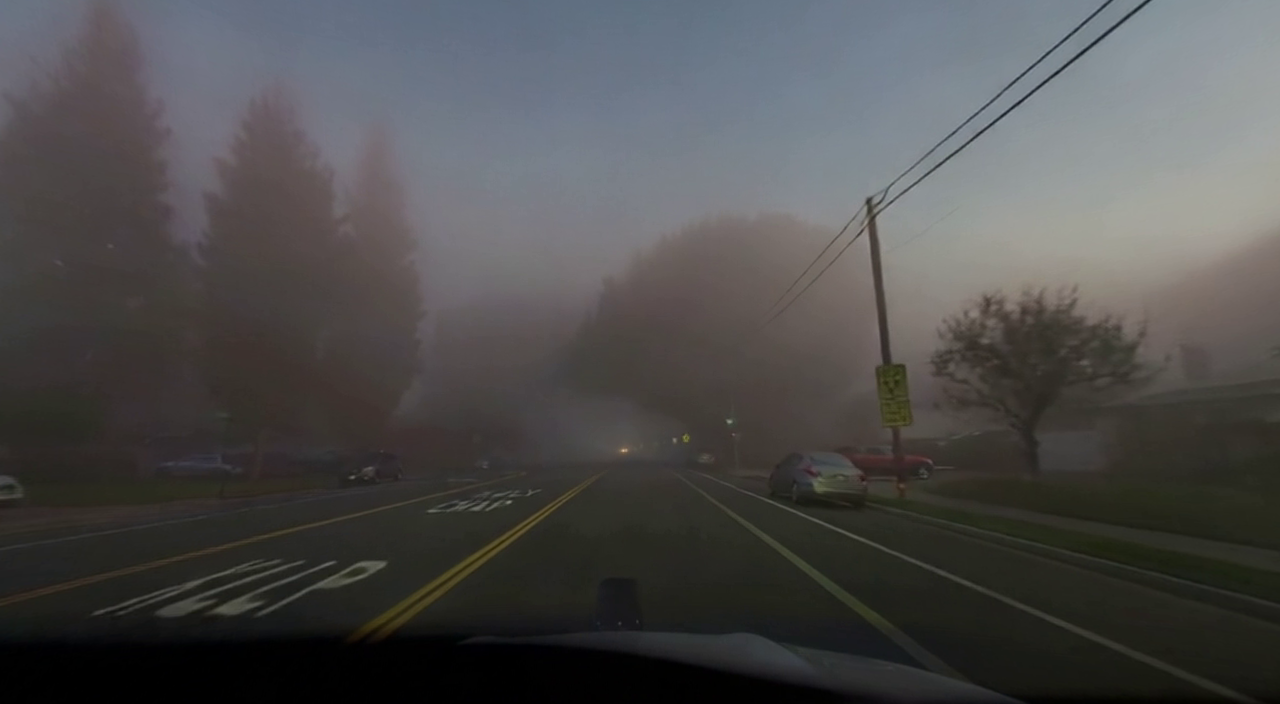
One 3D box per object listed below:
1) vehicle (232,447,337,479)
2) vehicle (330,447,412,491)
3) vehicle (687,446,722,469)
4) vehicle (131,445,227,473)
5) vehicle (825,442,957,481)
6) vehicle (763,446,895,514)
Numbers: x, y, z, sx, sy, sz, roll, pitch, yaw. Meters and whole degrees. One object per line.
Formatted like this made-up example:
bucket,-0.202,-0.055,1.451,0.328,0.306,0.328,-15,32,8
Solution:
vehicle,-20.401,6.366,36.439,4.744,1.752,2.008,1,-9,-7
vehicle,-12.848,5.561,30.514,2.049,1.782,4.460,-4,-8,0
vehicle,4.462,7.345,44.124,1.925,1.482,4.746,0,-8,0
vehicle,-26.701,6.190,36.674,4.073,1.502,1.822,0,-9,-2
vehicle,10.081,4.429,25.675,4.501,1.502,1.975,0,-8,-1
vehicle,4.528,3.104,15.877,1.970,1.455,4.233,0,-8,0
